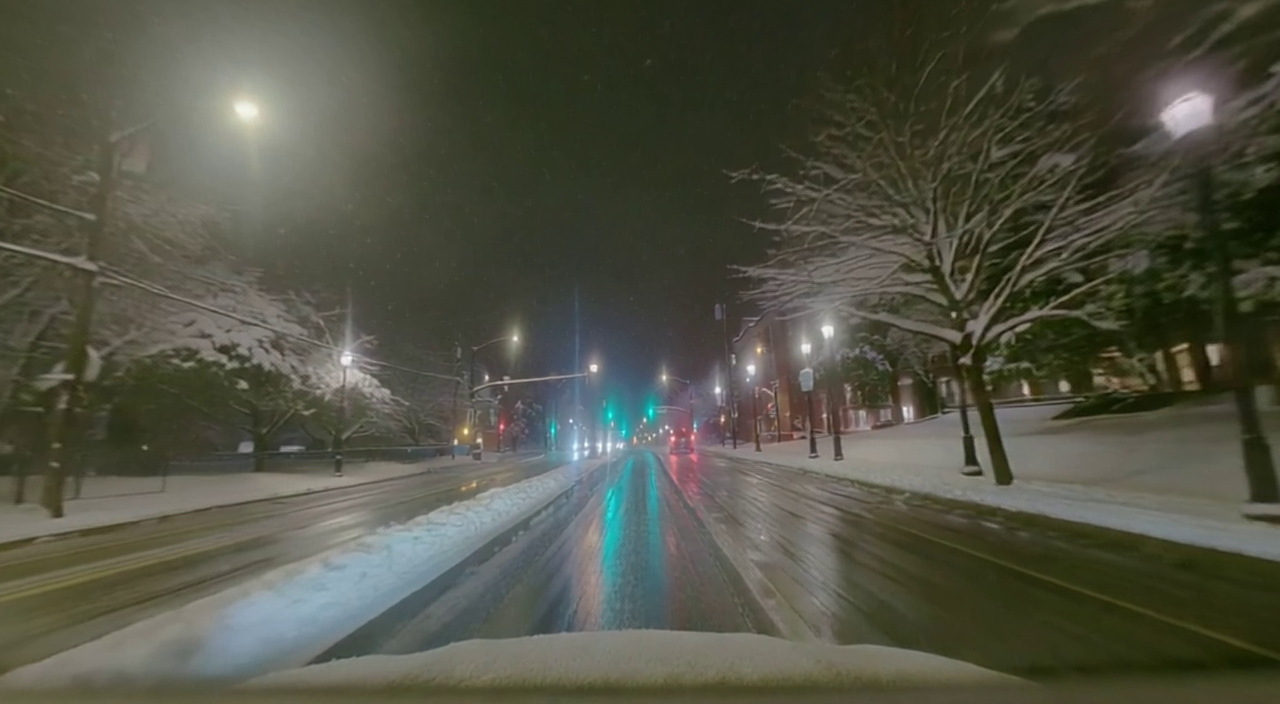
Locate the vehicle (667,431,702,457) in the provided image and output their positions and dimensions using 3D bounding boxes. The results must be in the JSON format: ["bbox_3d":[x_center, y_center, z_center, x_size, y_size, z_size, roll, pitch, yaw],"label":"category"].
[{"bbox_3d":[3.041,6.395,43.884,2.129,1.719,4.205,0,-8,0],"label":"vehicle"}]
